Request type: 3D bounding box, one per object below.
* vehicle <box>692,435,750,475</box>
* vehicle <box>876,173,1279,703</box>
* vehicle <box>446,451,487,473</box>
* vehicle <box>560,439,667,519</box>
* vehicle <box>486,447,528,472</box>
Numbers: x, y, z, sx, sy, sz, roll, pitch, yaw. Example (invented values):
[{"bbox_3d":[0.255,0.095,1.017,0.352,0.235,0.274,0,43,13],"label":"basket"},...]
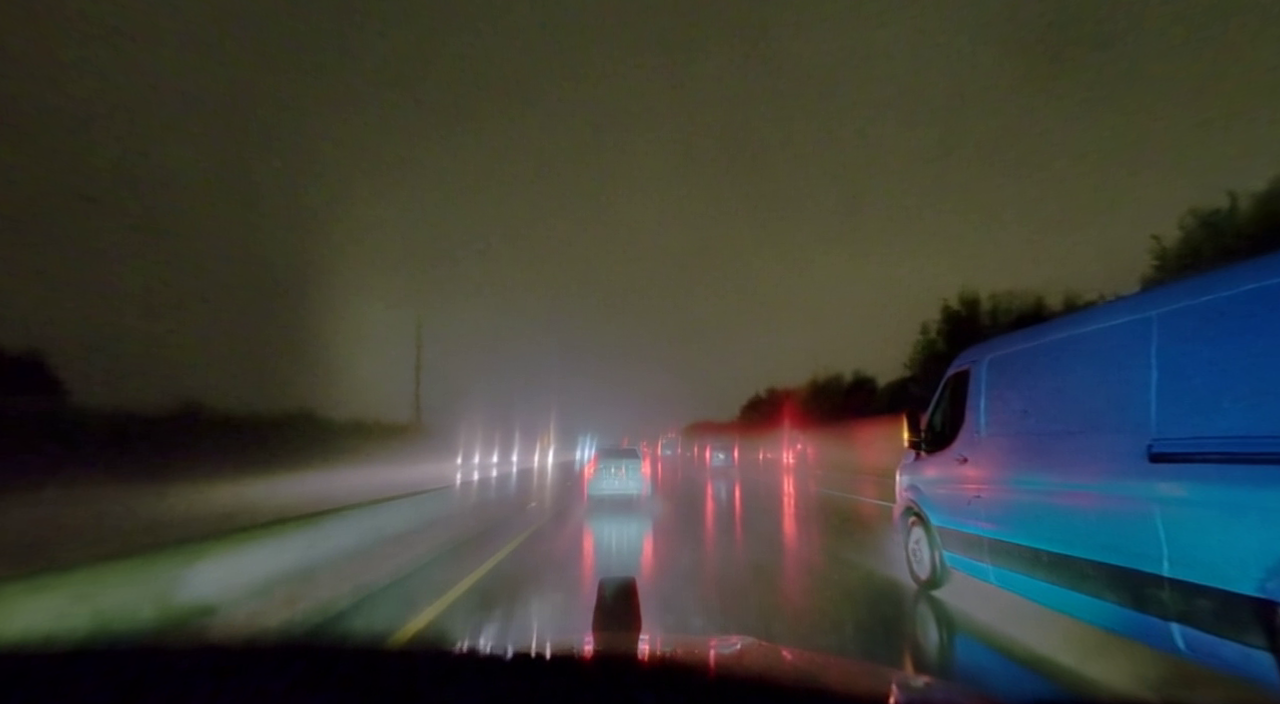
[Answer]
[{"bbox_3d":[4.156,5.406,33.009,2.261,1.952,4.784,0,-9,-1],"label":"vehicle"},{"bbox_3d":[3.828,0.665,3.782,2.399,2.421,5.829,0,-9,-1],"label":"vehicle"},{"bbox_3d":[-12.916,8.192,46.819,1.853,1.507,4.226,0,-9,-1],"label":"vehicle"},{"bbox_3d":[-0.520,2.699,13.792,2.029,1.483,3.769,0,-9,0],"label":"vehicle"},{"bbox_3d":[-9.102,7.401,43.252,1.984,1.571,4.292,0,-9,0],"label":"vehicle"}]
